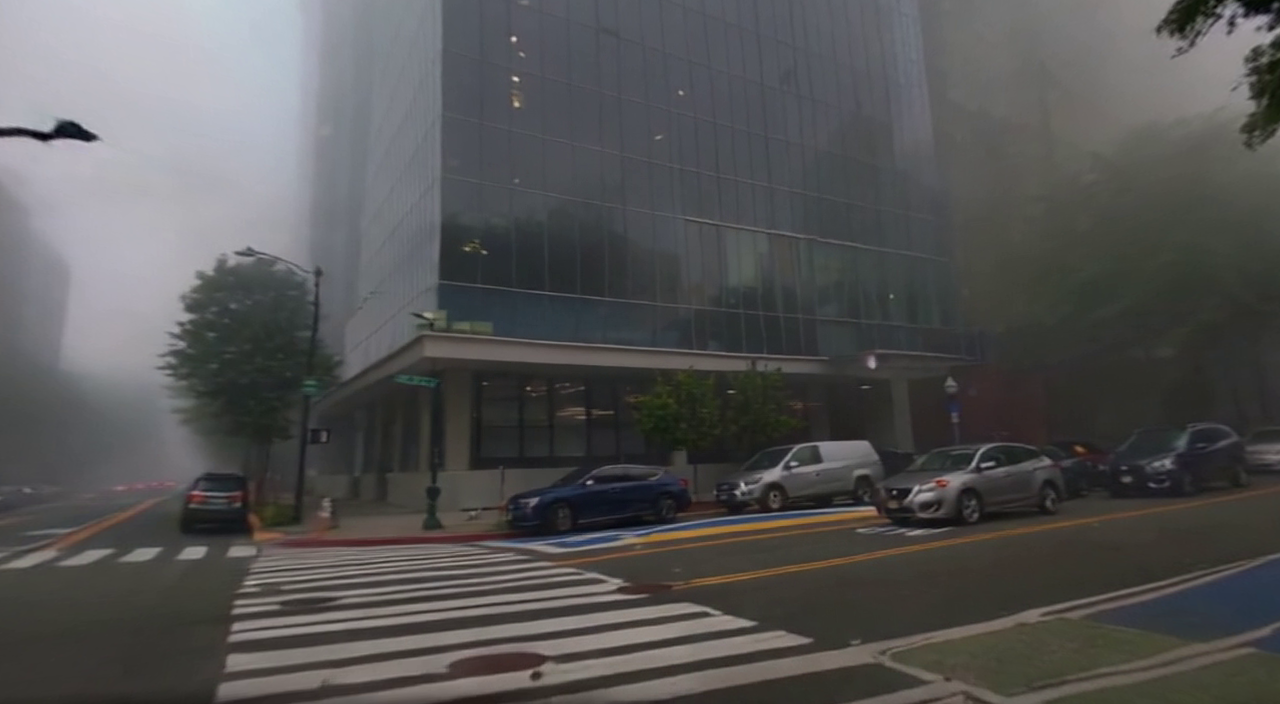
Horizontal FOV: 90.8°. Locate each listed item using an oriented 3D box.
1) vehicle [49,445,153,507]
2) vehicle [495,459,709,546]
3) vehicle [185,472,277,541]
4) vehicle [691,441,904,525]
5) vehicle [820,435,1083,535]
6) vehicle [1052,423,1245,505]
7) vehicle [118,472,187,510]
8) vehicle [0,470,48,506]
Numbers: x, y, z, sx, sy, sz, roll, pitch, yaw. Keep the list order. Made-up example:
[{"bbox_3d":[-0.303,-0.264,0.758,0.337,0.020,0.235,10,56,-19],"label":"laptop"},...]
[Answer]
[{"bbox_3d":[-36.729,8.285,43.656,3.435,3.638,12.225,5,-10,-32],"label":"vehicle"},{"bbox_3d":[-0.898,3.573,15.291,4.705,1.732,1.996,5,-16,-30],"label":"vehicle"},{"bbox_3d":[-13.688,5.097,21.448,2.174,1.780,5.051,5,-10,-29],"label":"vehicle"},{"bbox_3d":[4.687,3.698,18.550,6.107,2.086,2.348,5,-10,-30],"label":"vehicle"},{"bbox_3d":[6.033,2.423,12.134,4.888,1.558,2.017,5,-10,-29],"label":"vehicle"},{"bbox_3d":[13.059,2.817,16.208,4.573,1.814,2.173,5,-10,-30],"label":"vehicle"},{"bbox_3d":[-25.367,7.203,33.035,2.025,1.625,4.596,4,-10,-28],"label":"vehicle"},{"bbox_3d":[-42.524,9.140,42.630,2.404,2.045,5.570,5,-10,-30],"label":"vehicle"}]
